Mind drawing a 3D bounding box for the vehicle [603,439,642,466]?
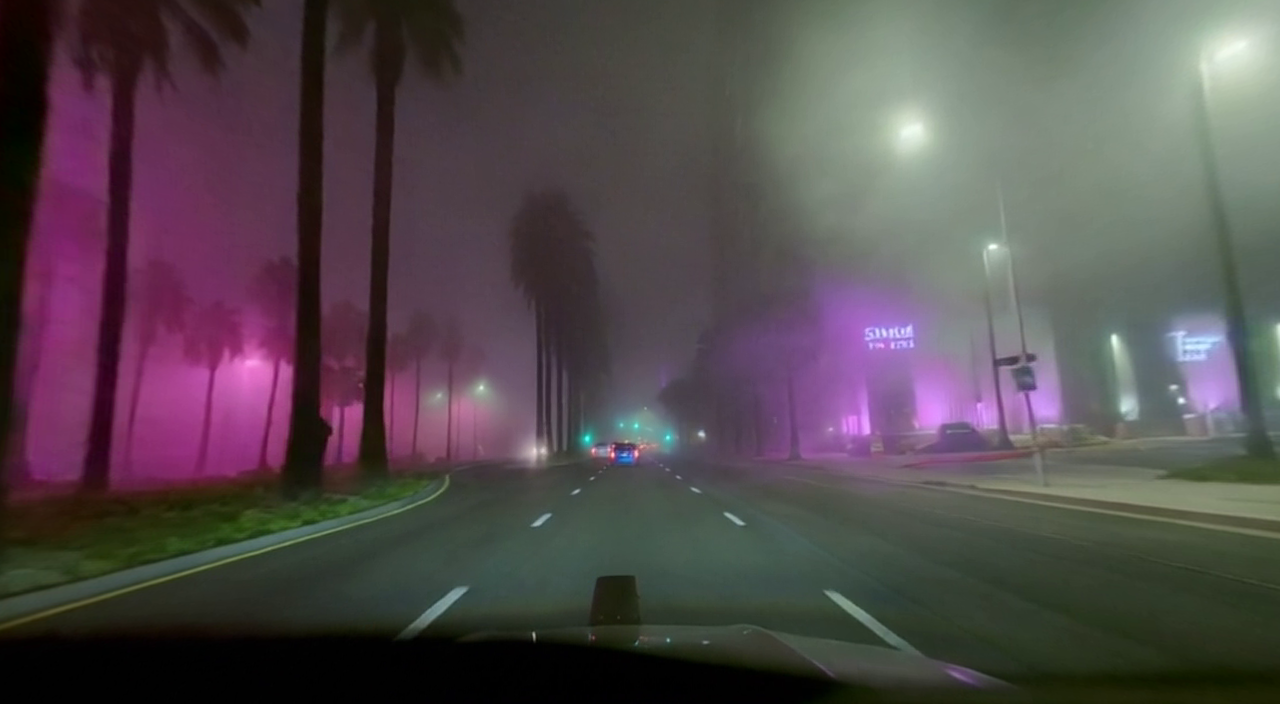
[{"bbox_3d":[-1.061,6.367,40.194,2.160,1.615,4.117,-1,-8,3],"label":"vehicle"}]
